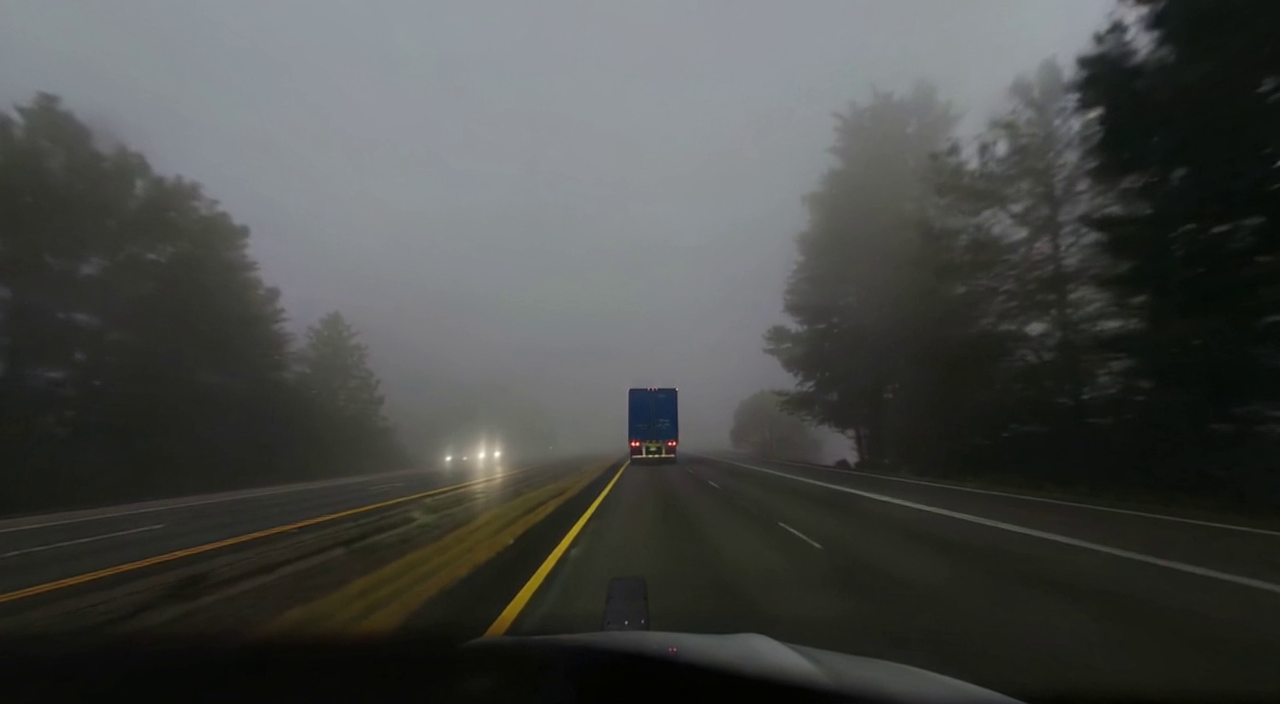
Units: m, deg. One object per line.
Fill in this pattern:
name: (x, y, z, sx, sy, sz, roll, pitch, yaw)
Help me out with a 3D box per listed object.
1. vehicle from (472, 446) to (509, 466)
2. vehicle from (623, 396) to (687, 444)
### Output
vehicle: (-11.663, 8.109, 49.227, 1.761, 1.520, 4.276, 0, -8, 2)
vehicle: (0.573, 3.019, 27.068, 2.509, 1.890, 4.732, 0, -8, 0)
